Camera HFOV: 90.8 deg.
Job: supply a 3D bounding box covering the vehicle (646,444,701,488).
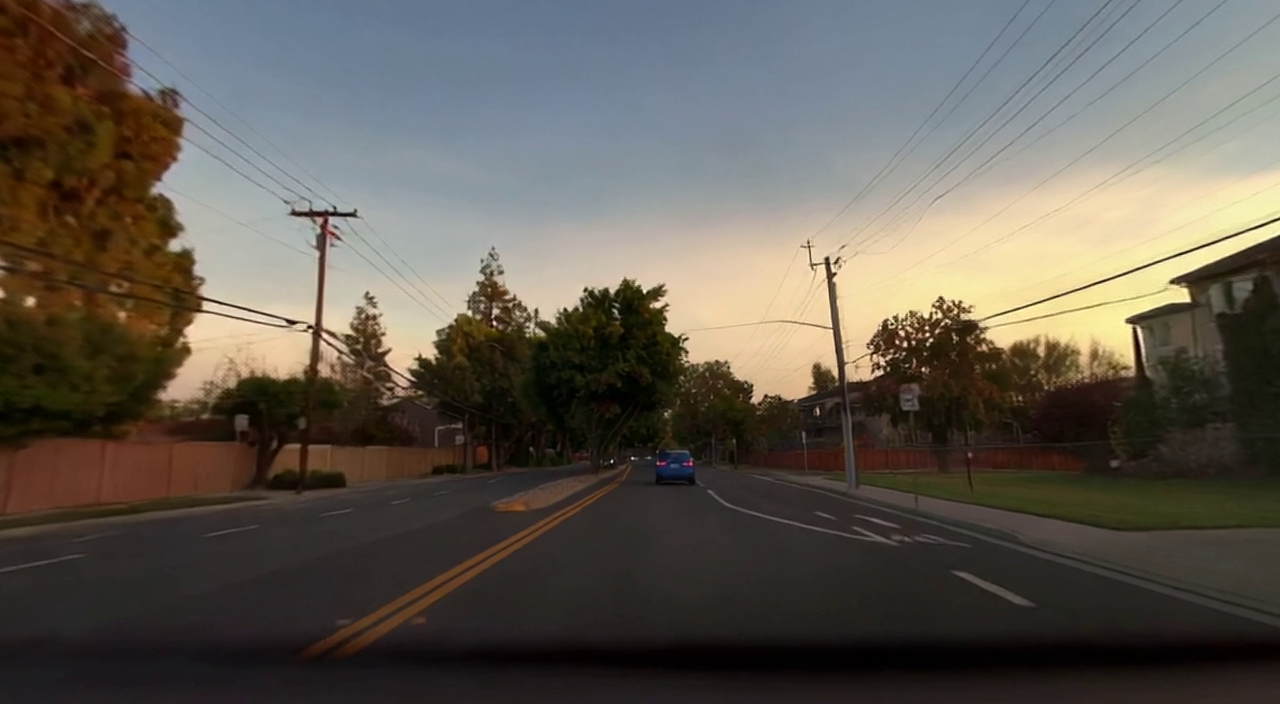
[{"bbox_3d":[1.363,4.797,26.859,2.139,1.699,3.916,0,-9,1],"label":"vehicle"}]
